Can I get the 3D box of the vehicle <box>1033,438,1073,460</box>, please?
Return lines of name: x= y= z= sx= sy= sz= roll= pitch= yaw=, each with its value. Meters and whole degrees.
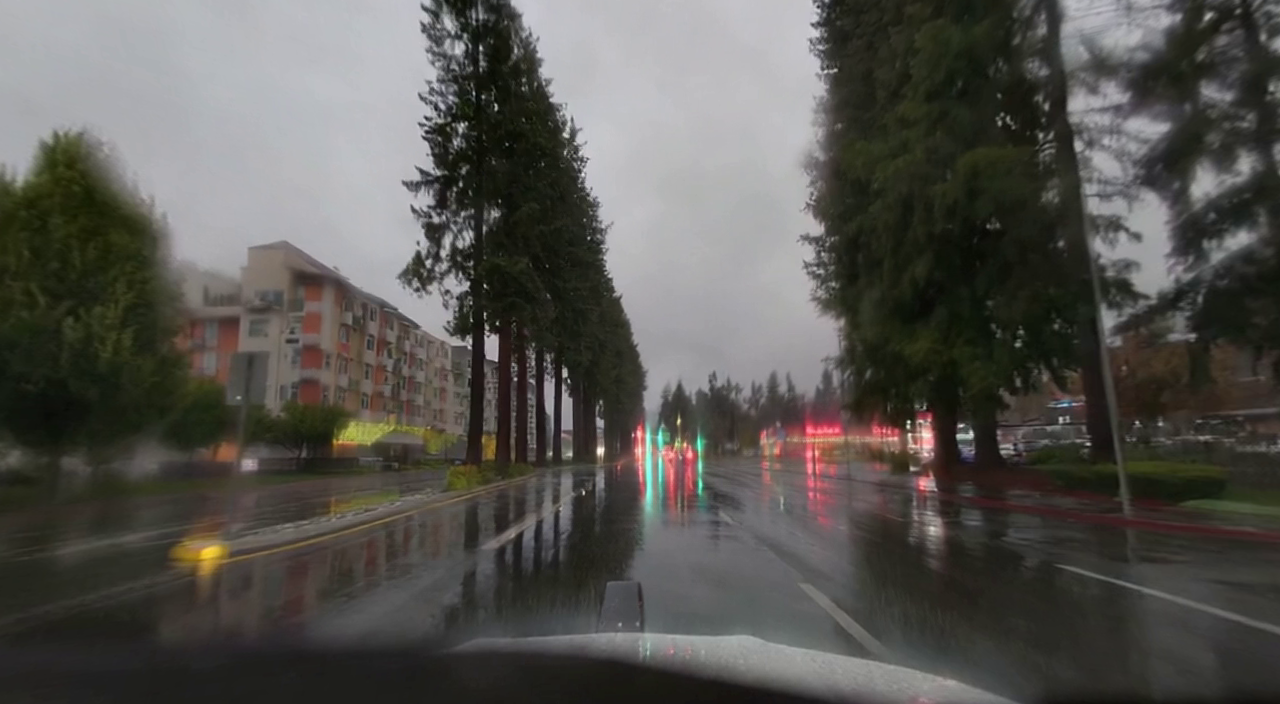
vehicle: x=32.160 y=7.541 z=49.316 sx=2.133 sy=1.584 sz=4.842 roll=-4 pitch=-9 yaw=28

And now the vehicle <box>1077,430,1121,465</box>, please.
vehicle: x=32.077 y=6.668 z=44.168 sx=2.229 sy=2.281 sz=5.488 roll=-5 pitch=-10 yaw=35

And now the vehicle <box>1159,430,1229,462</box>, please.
vehicle: x=38.040 y=6.464 z=43.548 sx=2.049 sy=2.036 sz=5.107 roll=-3 pitch=-9 yaw=23
